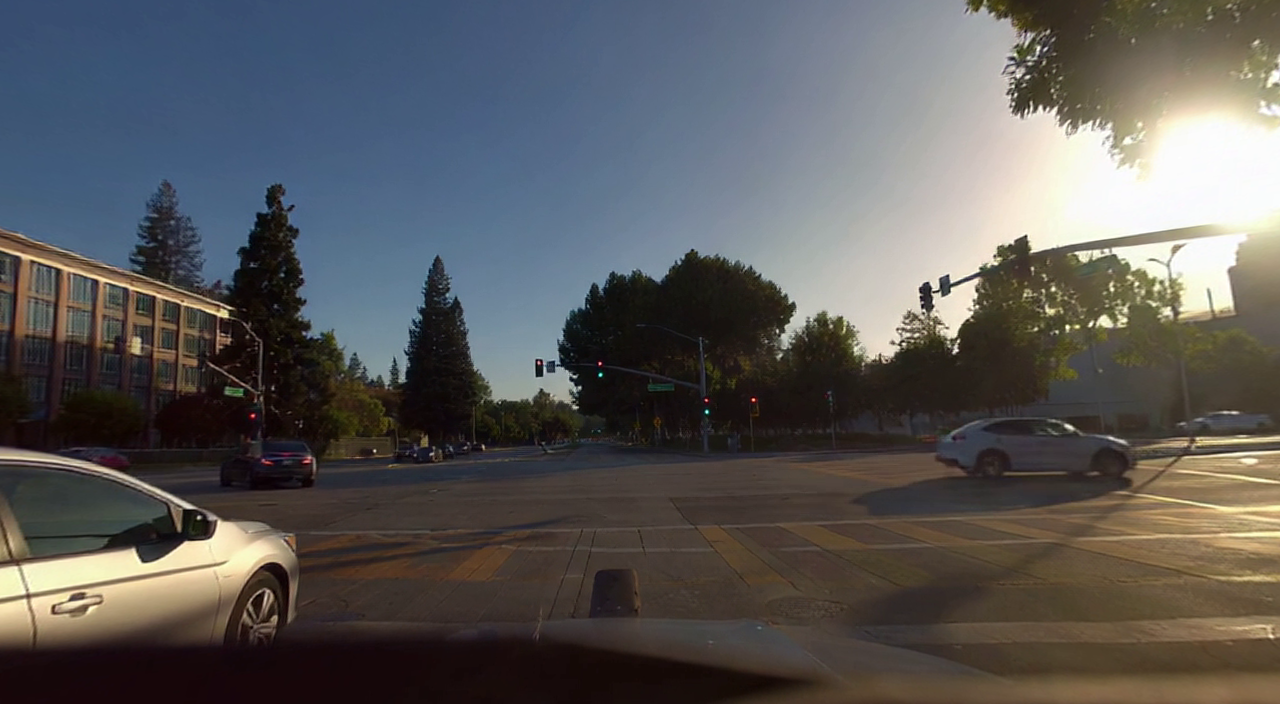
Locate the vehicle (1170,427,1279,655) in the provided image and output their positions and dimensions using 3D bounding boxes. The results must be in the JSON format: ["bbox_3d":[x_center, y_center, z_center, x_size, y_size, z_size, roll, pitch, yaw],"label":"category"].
[{"bbox_3d":[4.935,0.988,2.550,1.949,1.449,4.530,-1,-8,5],"label":"vehicle"}]

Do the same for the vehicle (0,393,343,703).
[{"bbox_3d":[-3.064,0.895,2.149,1.919,1.478,4.720,0,-8,-1],"label":"vehicle"}]

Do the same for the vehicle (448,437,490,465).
[{"bbox_3d":[-12.806,7.421,47.515,2.051,1.715,4.346,-3,-6,-2],"label":"vehicle"}]

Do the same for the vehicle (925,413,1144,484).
[{"bbox_3d":[11.082,2.769,18.160,4.778,1.871,2.109,-2,-8,9],"label":"vehicle"}]

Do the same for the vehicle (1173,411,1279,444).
[{"bbox_3d":[33.178,4.261,35.438,4.611,1.797,2.096,0,-8,-2],"label":"vehicle"}]
